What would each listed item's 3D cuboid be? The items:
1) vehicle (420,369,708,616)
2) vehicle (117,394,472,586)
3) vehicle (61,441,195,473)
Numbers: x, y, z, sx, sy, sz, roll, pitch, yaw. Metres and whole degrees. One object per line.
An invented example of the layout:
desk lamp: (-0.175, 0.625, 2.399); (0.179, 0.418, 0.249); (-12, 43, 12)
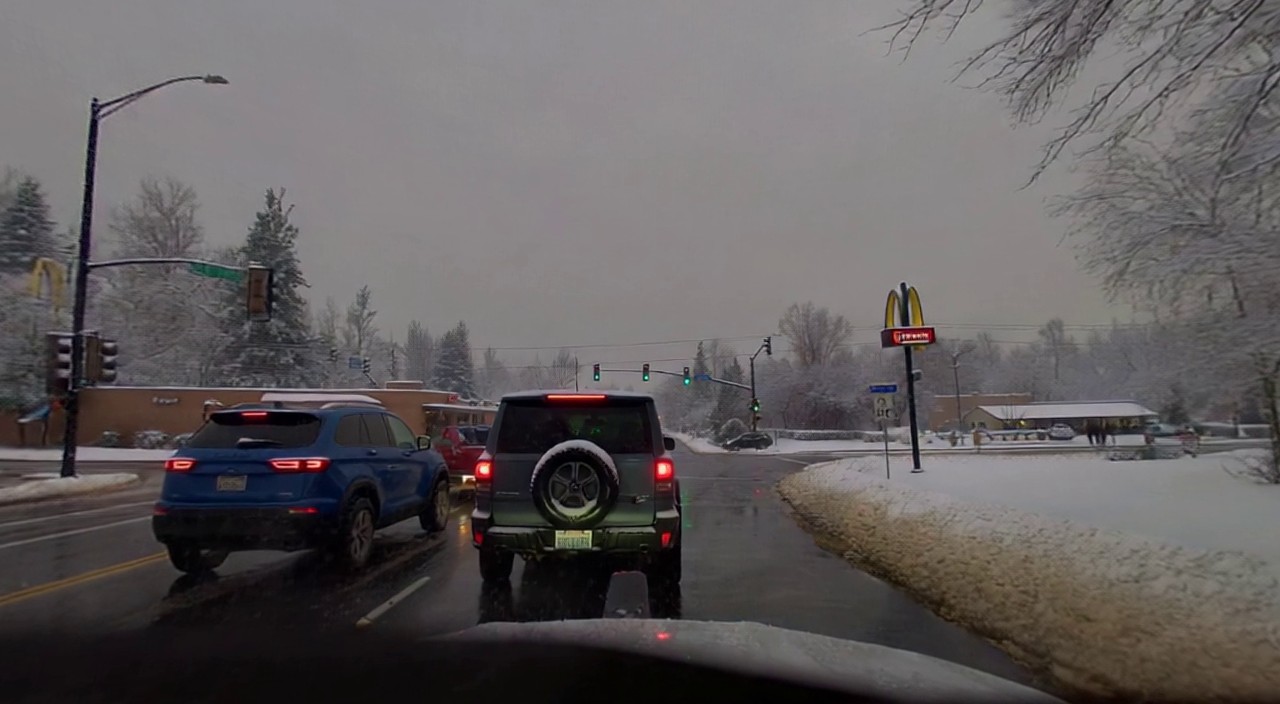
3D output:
vehicle: (-0.628, 1.432, 7.331); (2.224, 1.923, 4.643); (0, -8, -1)
vehicle: (-3.906, 1.652, 8.350); (2.130, 1.819, 4.497); (0, -8, 0)
vehicle: (-25.237, 5.183, 31.372); (4.713, 1.445, 1.887); (4, -9, -24)
